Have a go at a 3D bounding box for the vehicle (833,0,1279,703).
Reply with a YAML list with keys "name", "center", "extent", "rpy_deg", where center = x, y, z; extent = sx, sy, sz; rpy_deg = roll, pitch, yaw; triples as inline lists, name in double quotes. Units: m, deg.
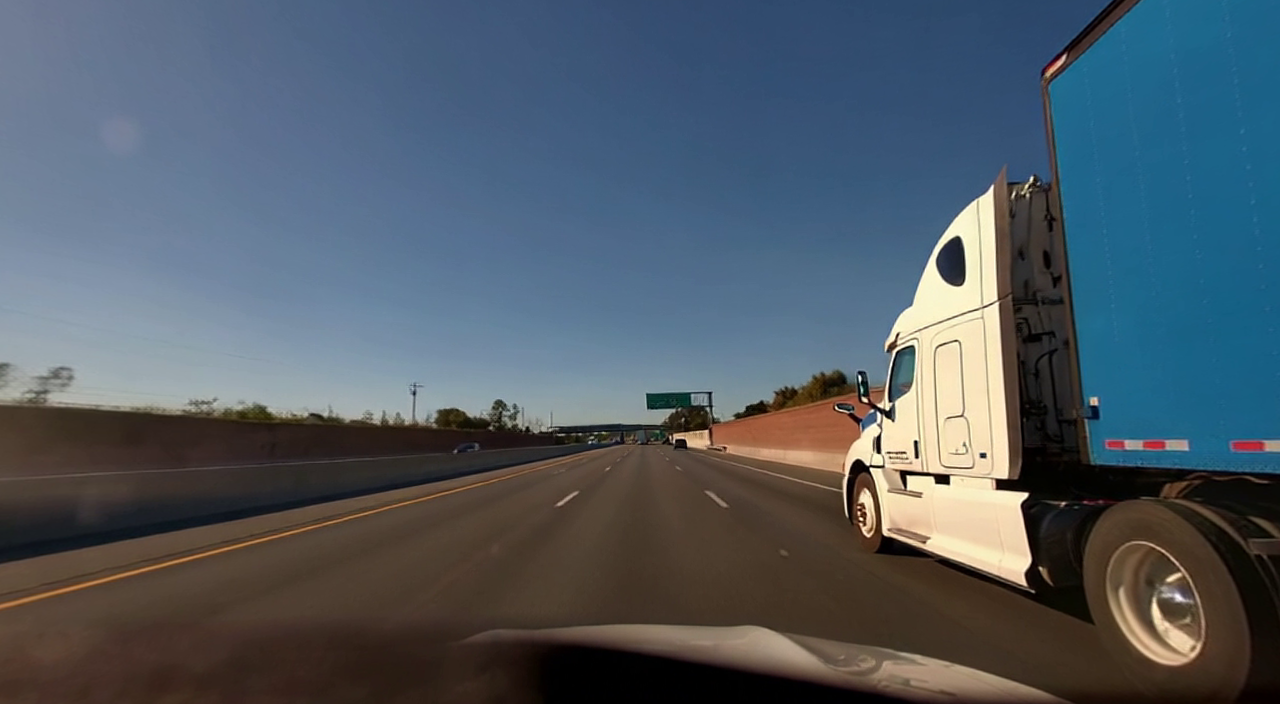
- name: "vehicle"
  center: [3.716, -0.195, 2.647]
  extent: [3.012, 3.768, 8.945]
  rpy_deg: [0, -9, 1]
